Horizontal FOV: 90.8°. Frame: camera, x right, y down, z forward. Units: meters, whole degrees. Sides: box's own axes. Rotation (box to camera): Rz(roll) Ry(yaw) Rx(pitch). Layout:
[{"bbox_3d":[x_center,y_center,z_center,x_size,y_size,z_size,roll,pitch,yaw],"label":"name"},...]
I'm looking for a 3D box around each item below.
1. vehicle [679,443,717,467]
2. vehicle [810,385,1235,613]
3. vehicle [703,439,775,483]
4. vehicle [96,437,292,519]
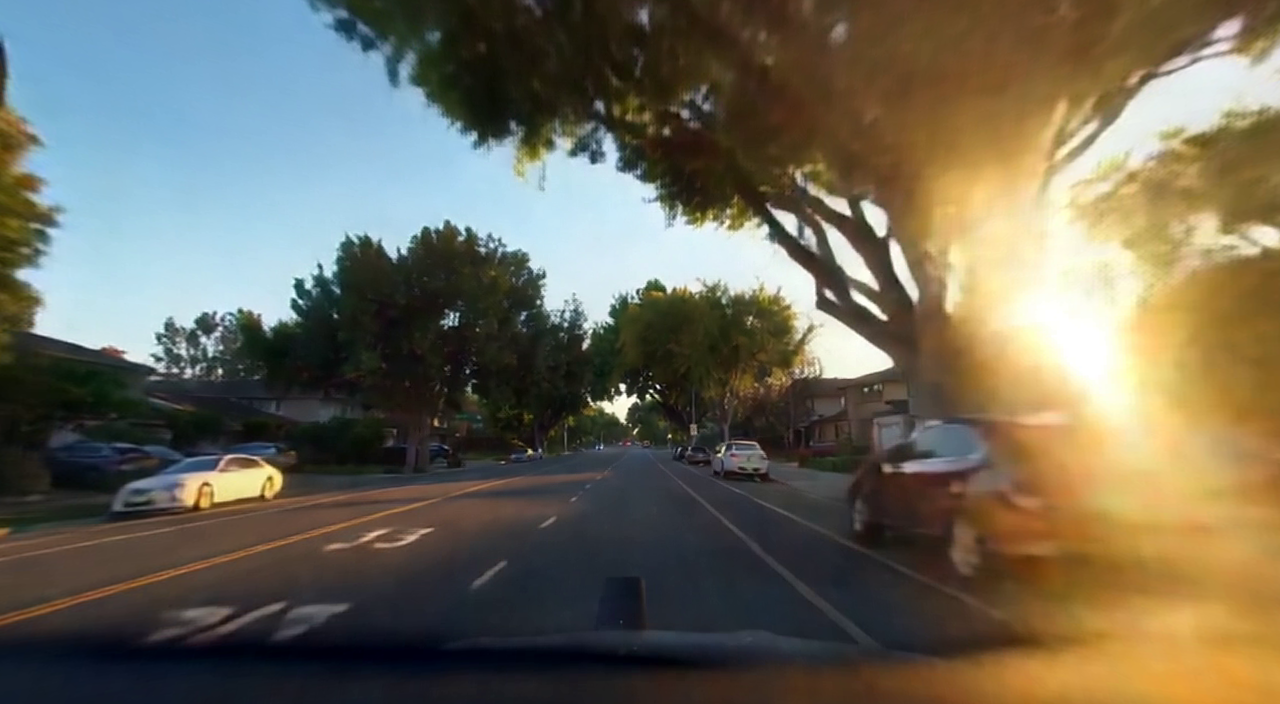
[{"bbox_3d":[3.932,7.075,43.623,1.997,1.510,4.555,0,-9,-3],"label":"vehicle"},{"bbox_3d":[3.906,1.599,7.840,2.120,1.916,4.836,0,-9,-1],"label":"vehicle"},{"bbox_3d":[3.950,4.456,26.073,1.999,1.615,4.513,0,-9,-3],"label":"vehicle"},{"bbox_3d":[-10.930,3.122,15.976,1.964,1.667,4.217,-3,-10,-2],"label":"vehicle"}]
